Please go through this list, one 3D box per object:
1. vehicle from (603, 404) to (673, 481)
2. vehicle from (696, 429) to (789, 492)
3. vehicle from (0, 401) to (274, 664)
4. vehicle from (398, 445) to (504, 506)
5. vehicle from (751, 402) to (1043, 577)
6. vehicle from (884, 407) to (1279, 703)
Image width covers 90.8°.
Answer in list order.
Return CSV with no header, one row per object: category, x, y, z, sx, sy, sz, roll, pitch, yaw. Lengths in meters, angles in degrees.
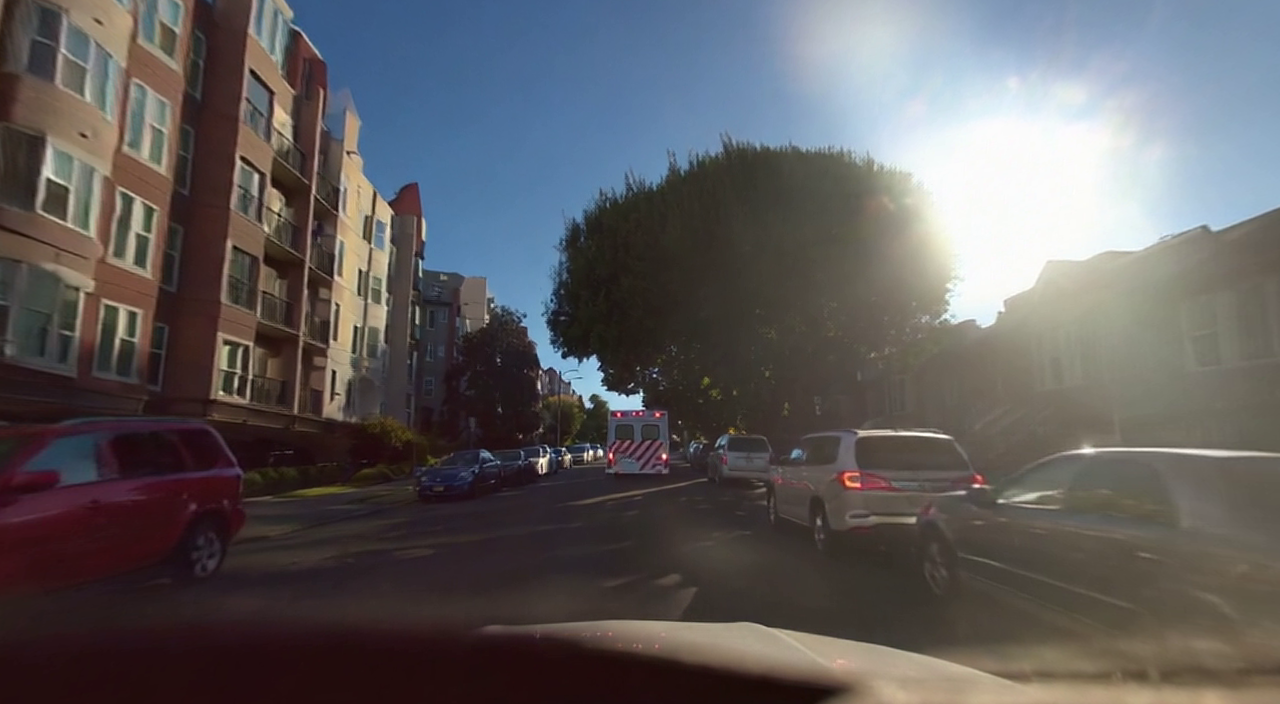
vehicle,-0.102,4.131,28.751,2.754,3.008,7.730,0,-9,0
vehicle,3.324,3.687,21.849,2.232,1.860,5.593,0,-9,-1
vehicle,-5.305,1.392,5.300,1.923,1.755,4.316,-1,-9,-1
vehicle,-5.625,3.689,19.435,1.967,1.492,4.781,-4,-8,-2
vehicle,3.202,1.848,9.330,2.152,1.868,4.976,0,-9,0
vehicle,3.350,1.210,4.019,1.876,1.491,4.507,0,-9,1
